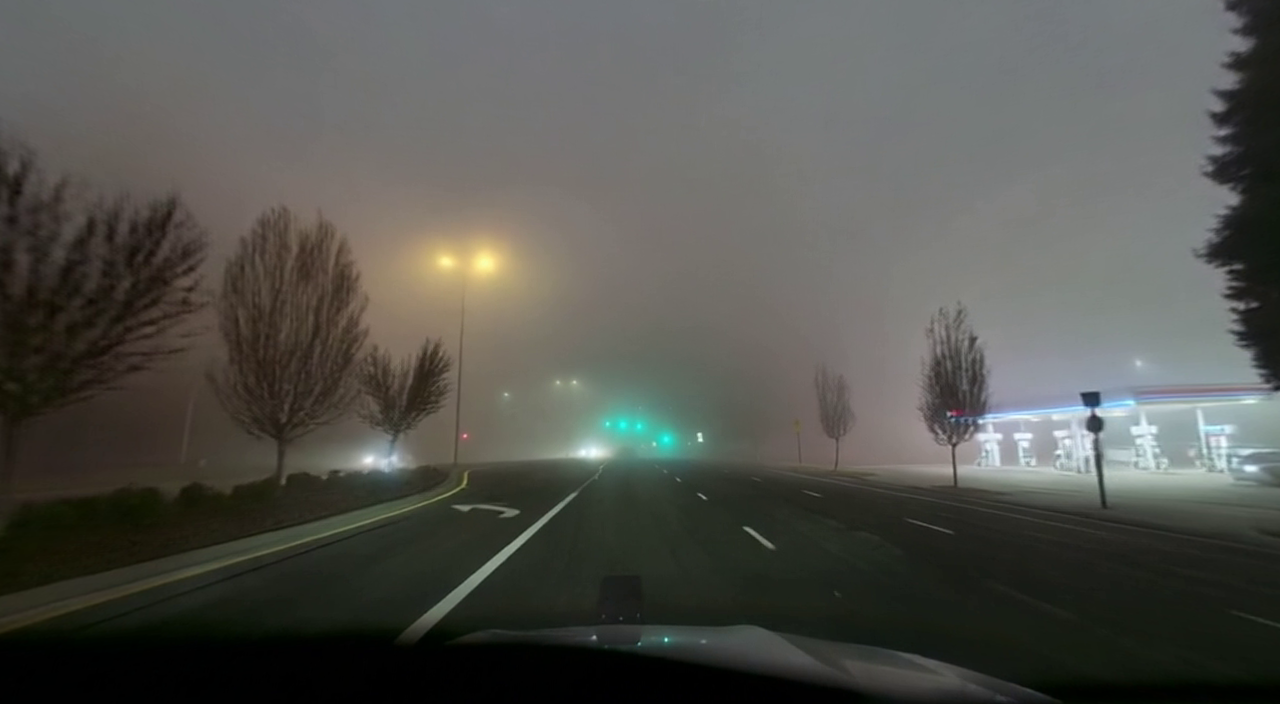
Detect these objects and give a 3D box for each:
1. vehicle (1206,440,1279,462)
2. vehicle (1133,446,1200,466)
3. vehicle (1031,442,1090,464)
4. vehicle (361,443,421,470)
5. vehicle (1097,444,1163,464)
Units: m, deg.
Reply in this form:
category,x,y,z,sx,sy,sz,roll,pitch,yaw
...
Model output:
category,x,y,z,sx,sy,sz,roll,pitch,yaw
vehicle,45.297,7.357,47.257,1.825,1.570,4.351,0,-8,0
vehicle,39.004,7.701,46.881,1.653,1.421,3.632,0,-9,-4
vehicle,30.883,7.462,46.486,1.591,1.491,4.005,-2,-9,1
vehicle,-15.760,6.625,40.219,1.916,1.620,4.408,0,-8,1
vehicle,36.545,7.619,47.225,1.665,1.442,3.759,1,-8,-4
